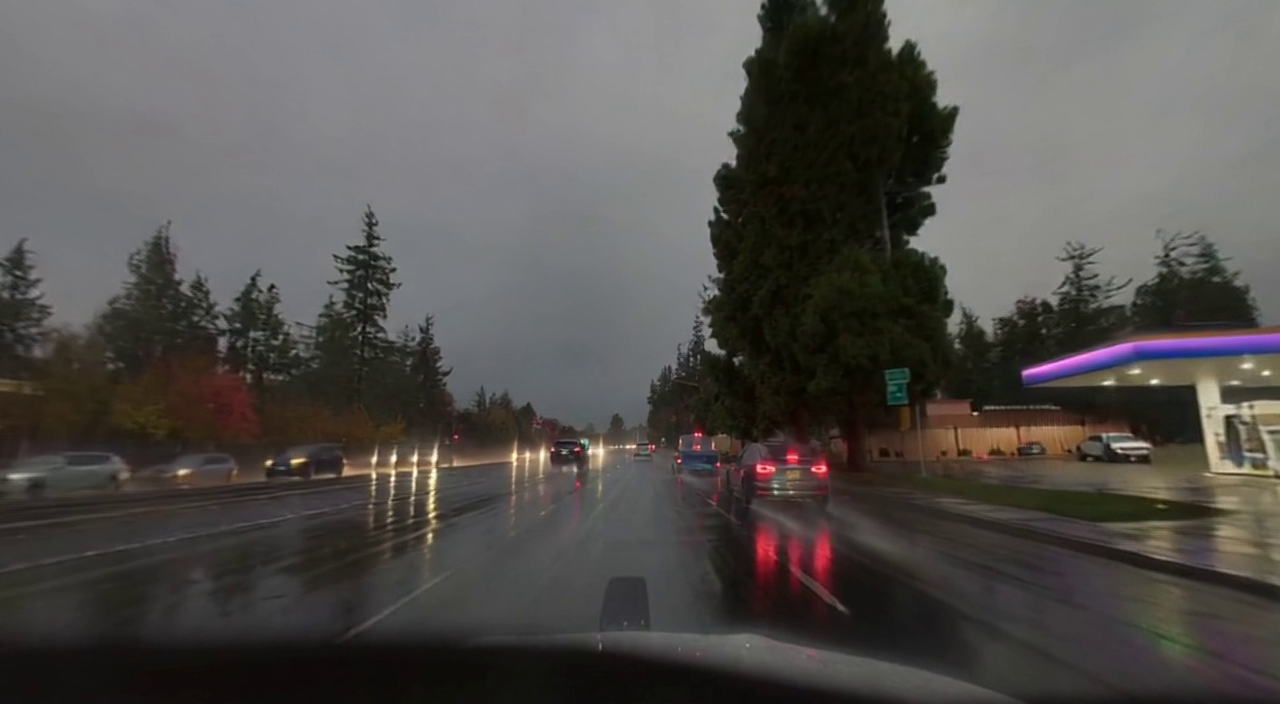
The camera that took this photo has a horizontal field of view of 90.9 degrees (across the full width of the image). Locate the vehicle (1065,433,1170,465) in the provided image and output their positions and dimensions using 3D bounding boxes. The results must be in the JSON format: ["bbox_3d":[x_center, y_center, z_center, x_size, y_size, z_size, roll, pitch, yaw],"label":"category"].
[{"bbox_3d":[24.092,4.911,32.059,1.921,1.463,4.380,1,-8,0],"label":"vehicle"}]

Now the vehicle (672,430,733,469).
[{"bbox_3d":[3.748,6.060,39.171,3.245,2.199,6.295,0,-8,1],"label":"vehicle"}]

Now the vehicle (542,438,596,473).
[{"bbox_3d":[-3.690,5.489,33.547,2.250,1.713,4.422,0,-9,1],"label":"vehicle"}]

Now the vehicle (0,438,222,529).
[{"bbox_3d":[-11.442,2.658,13.491,1.909,1.467,4.522,-2,-6,0],"label":"vehicle"}]

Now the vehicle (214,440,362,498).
[{"bbox_3d":[-11.373,3.751,20.871,2.004,1.509,4.932,-2,-6,1],"label":"vehicle"}]

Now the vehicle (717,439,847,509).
[{"bbox_3d":[3.329,2.977,15.877,2.095,1.475,4.686,0,-9,-1],"label":"vehicle"}]
